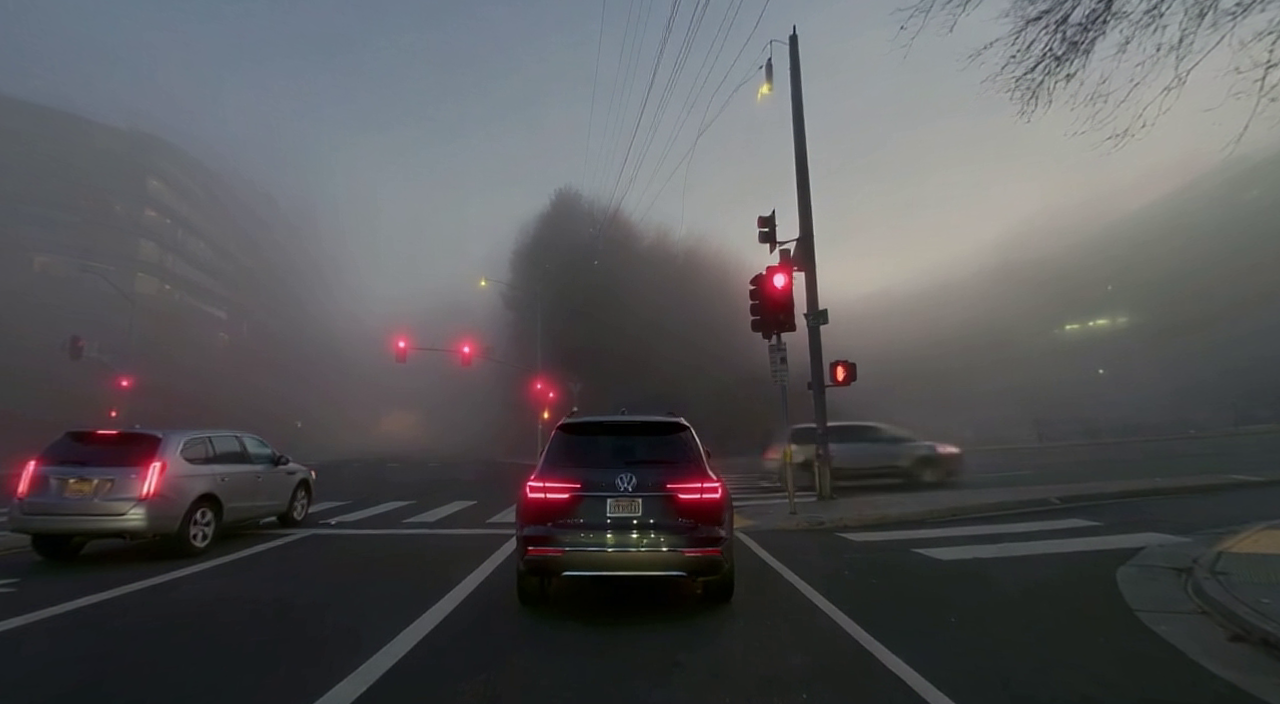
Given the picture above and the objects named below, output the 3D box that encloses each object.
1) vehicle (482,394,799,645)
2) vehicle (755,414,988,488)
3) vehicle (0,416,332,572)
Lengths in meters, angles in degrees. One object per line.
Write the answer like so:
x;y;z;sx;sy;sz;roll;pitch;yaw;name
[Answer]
-0.145;1.439;6.436;2.154;1.670;4.140;1;-9;-5;vehicle
6.079;2.713;17.336;5.623;1.843;2.147;-1;-9;9;vehicle
-6.389;1.874;9.088;2.020;1.695;4.187;1;-9;-5;vehicle
